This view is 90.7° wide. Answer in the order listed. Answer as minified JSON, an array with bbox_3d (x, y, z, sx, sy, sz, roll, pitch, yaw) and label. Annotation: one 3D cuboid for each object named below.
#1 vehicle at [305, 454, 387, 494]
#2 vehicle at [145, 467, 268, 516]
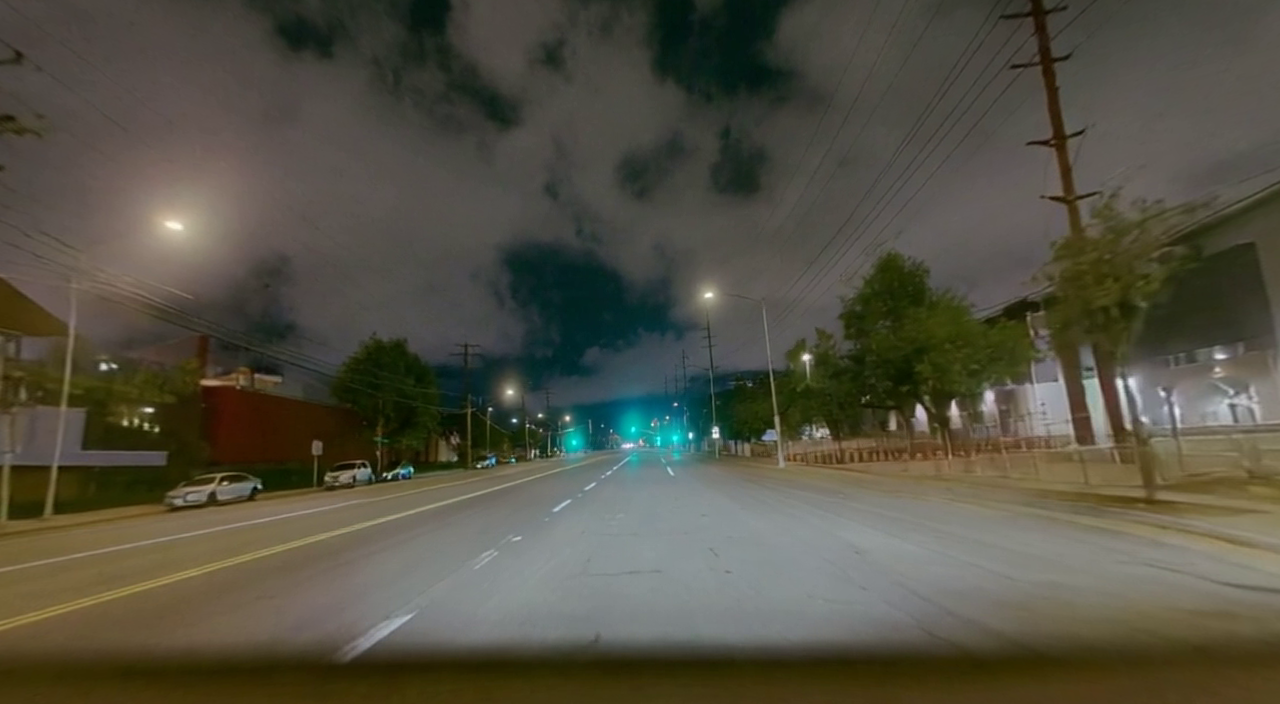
[{"bbox_3d":[-17.564,7.259,38.134,2.228,1.969,5.694,-6,-9,-1],"label":"vehicle"},{"bbox_3d":[-17.595,5.650,25.995,1.931,1.501,4.564,-6,-9,-1],"label":"vehicle"}]
